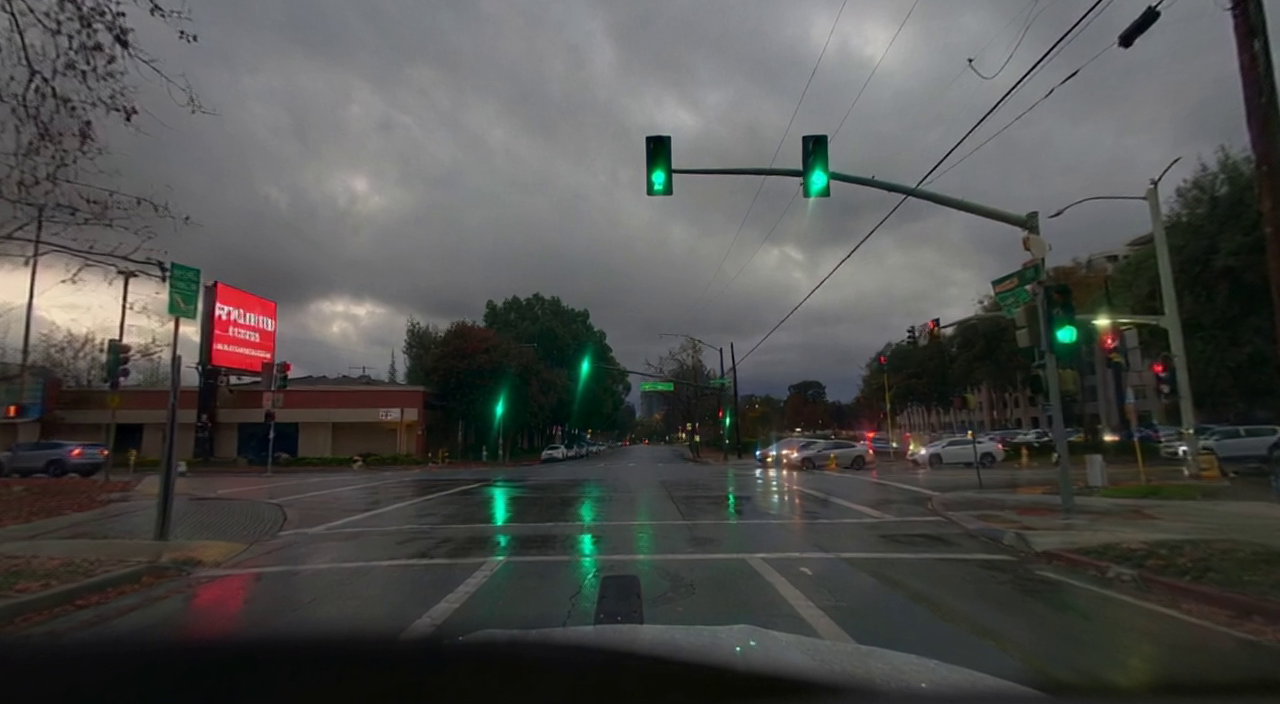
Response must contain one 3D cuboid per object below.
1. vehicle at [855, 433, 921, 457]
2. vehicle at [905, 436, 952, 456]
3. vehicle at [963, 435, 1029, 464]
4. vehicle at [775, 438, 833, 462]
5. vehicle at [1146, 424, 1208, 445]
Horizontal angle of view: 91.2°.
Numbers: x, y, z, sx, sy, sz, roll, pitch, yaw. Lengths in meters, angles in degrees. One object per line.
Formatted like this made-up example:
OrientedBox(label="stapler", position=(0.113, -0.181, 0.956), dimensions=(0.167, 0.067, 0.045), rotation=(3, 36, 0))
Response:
OrientedBox(label="vehicle", position=(16.925, 6.329, 42.697), dimensions=(4.522, 1.546, 1.941), rotation=(6, -11, -34))
OrientedBox(label="vehicle", position=(21.817, 7.136, 47.502), dimensions=(1.923, 1.463, 3.758), rotation=(-1, -9, 3))
OrientedBox(label="vehicle", position=(20.998, 5.756, 37.094), dimensions=(1.851, 1.388, 3.475), rotation=(0, -4, -1))
OrientedBox(label="vehicle", position=(11.084, 6.615, 42.251), dimensions=(1.955, 1.508, 4.295), rotation=(-8, -12, 42))
OrientedBox(label="vehicle", position=(40.981, 6.341, 47.925), dimensions=(1.682, 1.422, 3.422), rotation=(1, -10, 0))
